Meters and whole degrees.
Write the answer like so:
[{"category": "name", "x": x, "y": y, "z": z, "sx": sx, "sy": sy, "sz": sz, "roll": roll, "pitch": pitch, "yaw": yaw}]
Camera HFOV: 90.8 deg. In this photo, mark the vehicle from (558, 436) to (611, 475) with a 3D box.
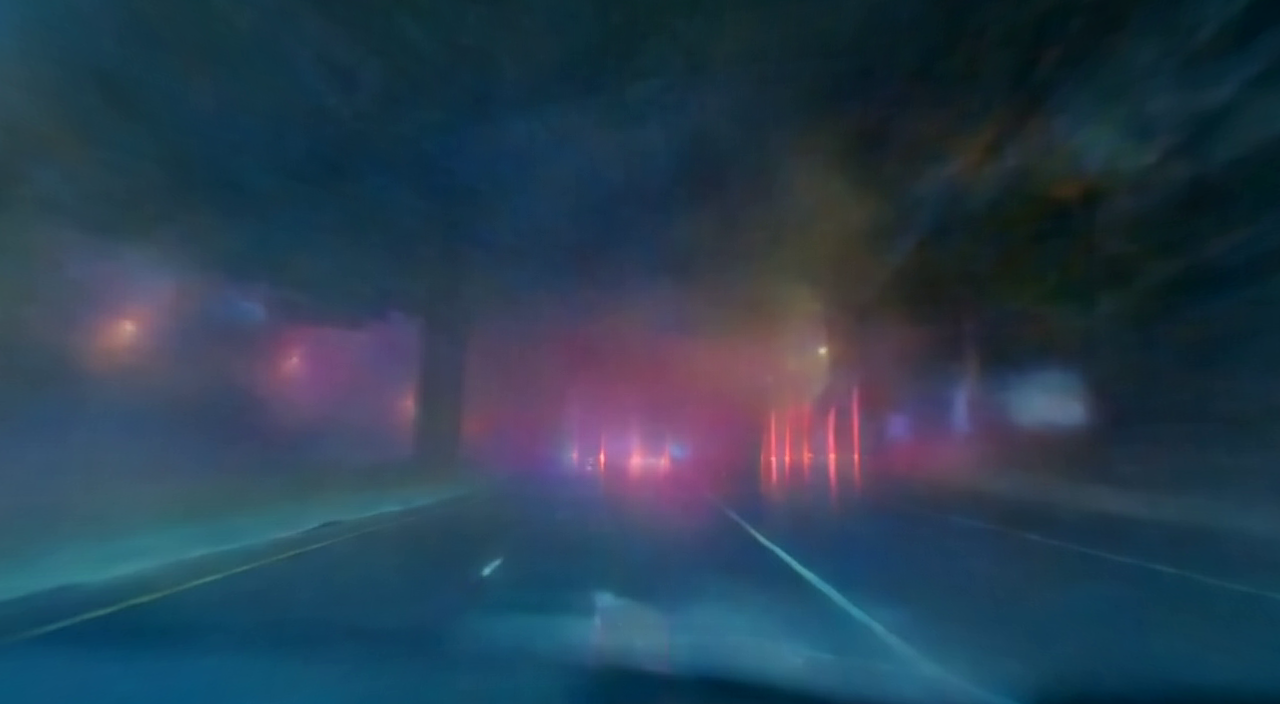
[{"category": "vehicle", "x": -2.612, "y": 5.008, "z": 30.648, "sx": 1.961, "sy": 1.725, "sz": 4.315, "roll": -1, "pitch": -9, "yaw": 3}]
